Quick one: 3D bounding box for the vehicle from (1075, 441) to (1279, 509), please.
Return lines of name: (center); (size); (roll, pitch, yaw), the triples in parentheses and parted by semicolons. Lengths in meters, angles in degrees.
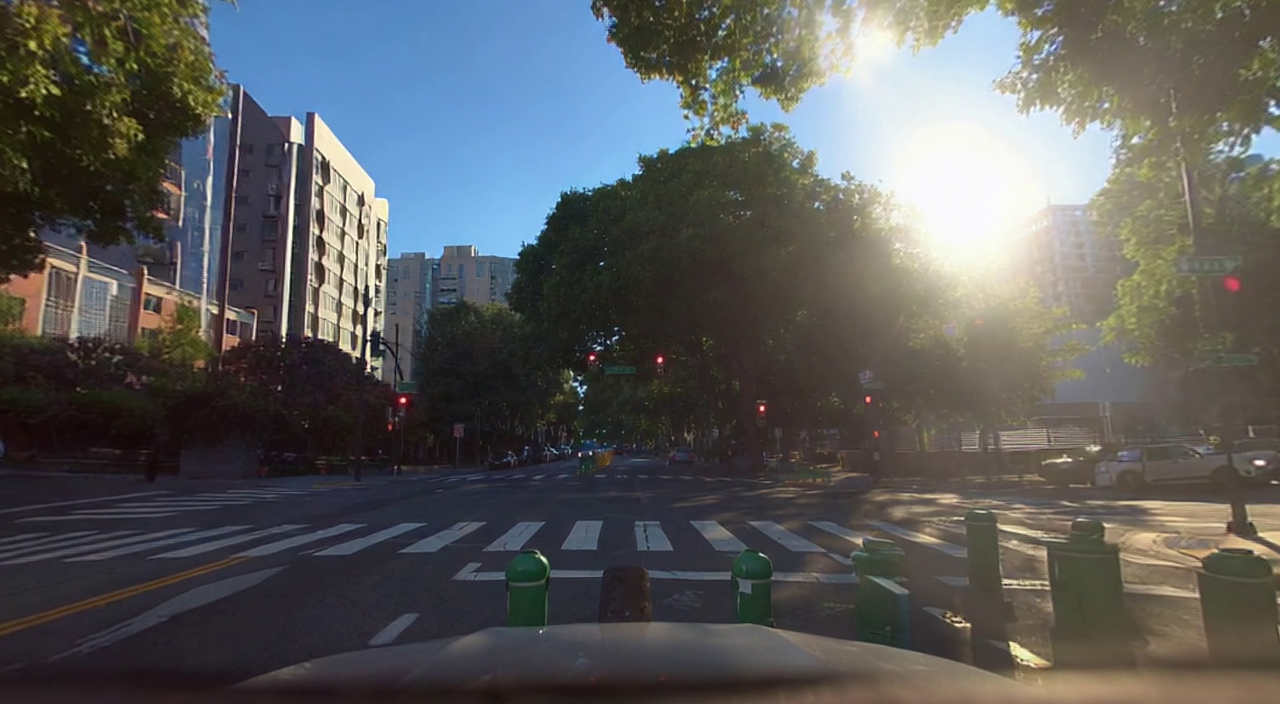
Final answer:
vehicle: (12.997, 2.796, 14.562); (4.424, 1.436, 1.804); (-1, -9, 5)
